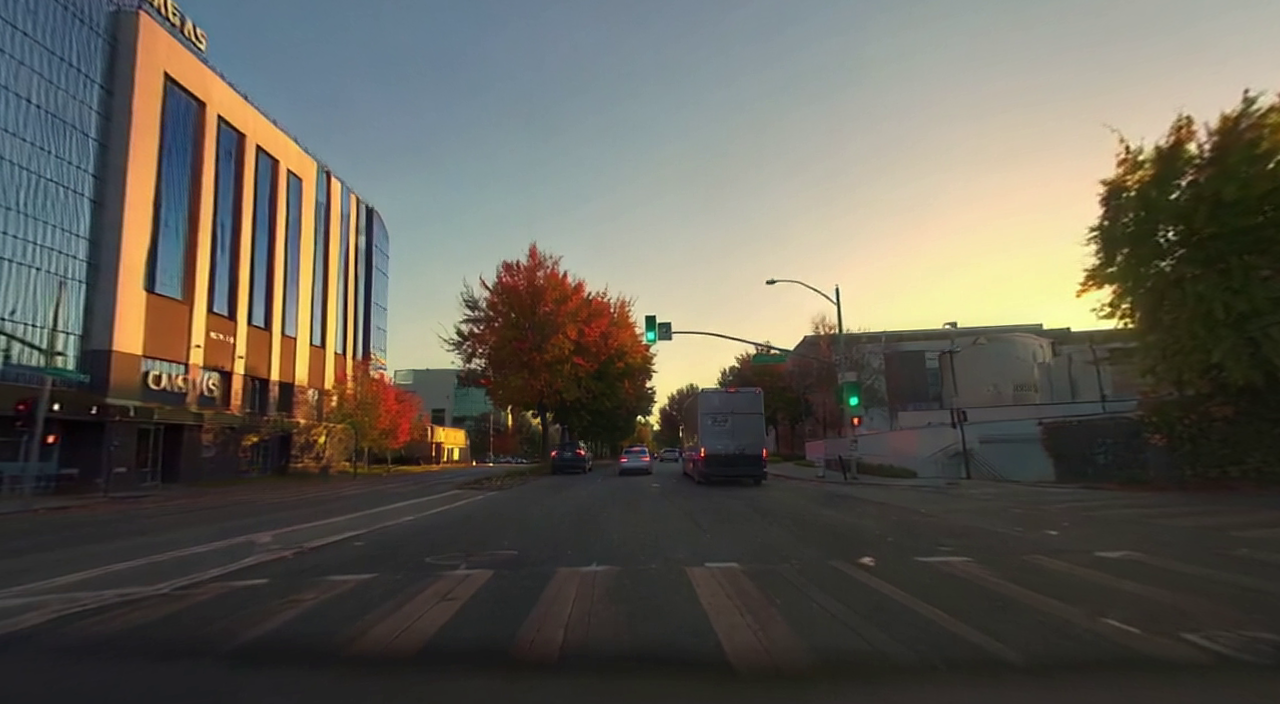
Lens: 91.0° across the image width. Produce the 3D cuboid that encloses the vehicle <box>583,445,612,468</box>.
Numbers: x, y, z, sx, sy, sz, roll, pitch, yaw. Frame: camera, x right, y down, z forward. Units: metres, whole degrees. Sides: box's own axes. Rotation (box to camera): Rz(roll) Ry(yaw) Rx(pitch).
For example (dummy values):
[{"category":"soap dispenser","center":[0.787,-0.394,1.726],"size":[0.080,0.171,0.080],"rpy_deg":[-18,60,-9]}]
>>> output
[{"category":"vehicle","center":[-3.288,8.125,49.206],"size":[1.950,1.665,4.203],"rpy_deg":[0,-9,0]}]

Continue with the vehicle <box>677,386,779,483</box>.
[{"category":"vehicle","center":[3.684,3.934,29.412],"size":[3.003,3.680,10.684],"rpy_deg":[0,-9,-1]}]

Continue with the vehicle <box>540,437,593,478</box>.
[{"category":"vehicle","center":[-3.655,5.334,32.066],"size":[2.035,1.867,4.607],"rpy_deg":[0,-9,1]}]

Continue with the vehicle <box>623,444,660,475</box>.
[{"category":"vehicle","center":[0.076,5.768,33.932],"size":[1.846,1.528,4.348],"rpy_deg":[0,-9,0]}]
